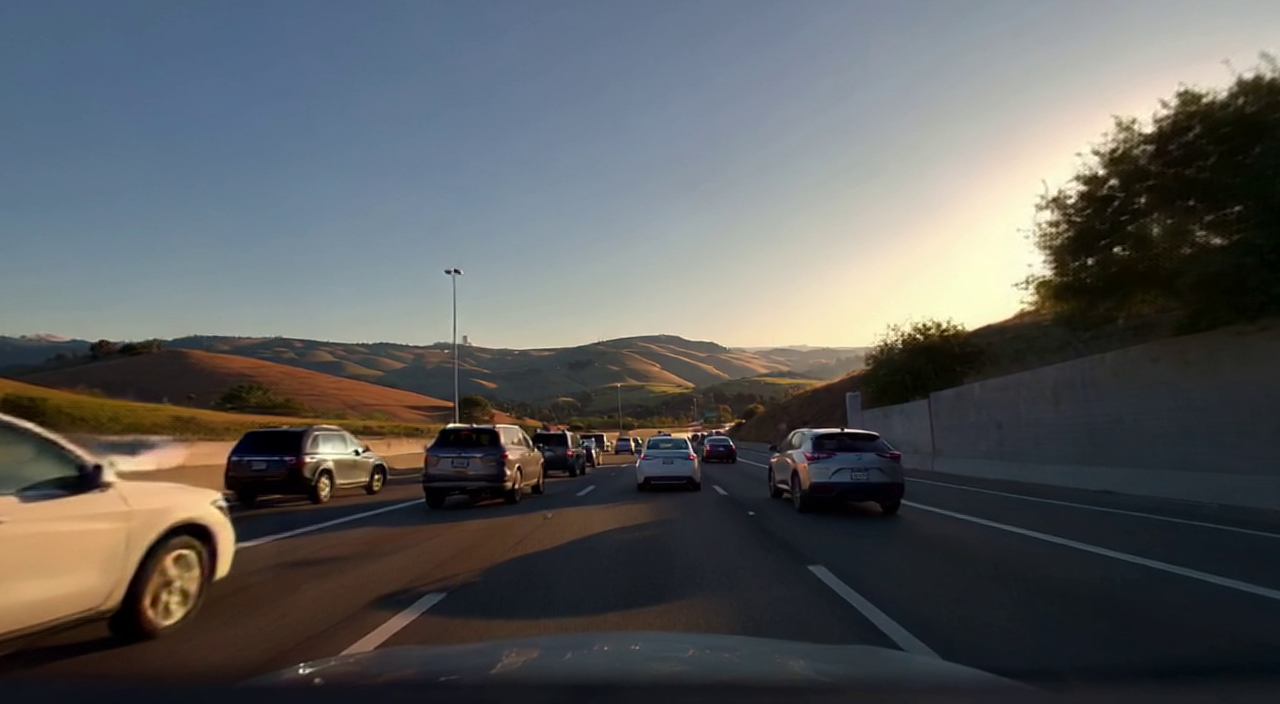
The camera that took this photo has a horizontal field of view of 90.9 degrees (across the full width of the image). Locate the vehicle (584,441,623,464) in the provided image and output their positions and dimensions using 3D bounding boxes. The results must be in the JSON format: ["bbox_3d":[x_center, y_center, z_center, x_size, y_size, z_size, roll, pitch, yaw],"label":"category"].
[{"bbox_3d":[-2.227,6.242,39.282,1.973,1.378,3.677,-1,-8,4],"label":"vehicle"}]

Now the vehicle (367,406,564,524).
[{"bbox_3d":[-3.176,2.221,13.003,2.301,1.902,5.374,0,-8,3],"label":"vehicle"}]

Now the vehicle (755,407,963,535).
[{"bbox_3d":[3.459,1.988,11.094,2.046,1.765,4.534,0,-8,0],"label":"vehicle"}]

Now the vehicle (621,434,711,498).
[{"bbox_3d":[0.649,2.973,16.906,2.105,1.471,4.349,0,-8,1],"label":"vehicle"}]

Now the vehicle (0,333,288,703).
[{"bbox_3d":[-3.573,0.747,2.094,2.179,1.723,4.410,0,-8,1],"label":"vehicle"}]
